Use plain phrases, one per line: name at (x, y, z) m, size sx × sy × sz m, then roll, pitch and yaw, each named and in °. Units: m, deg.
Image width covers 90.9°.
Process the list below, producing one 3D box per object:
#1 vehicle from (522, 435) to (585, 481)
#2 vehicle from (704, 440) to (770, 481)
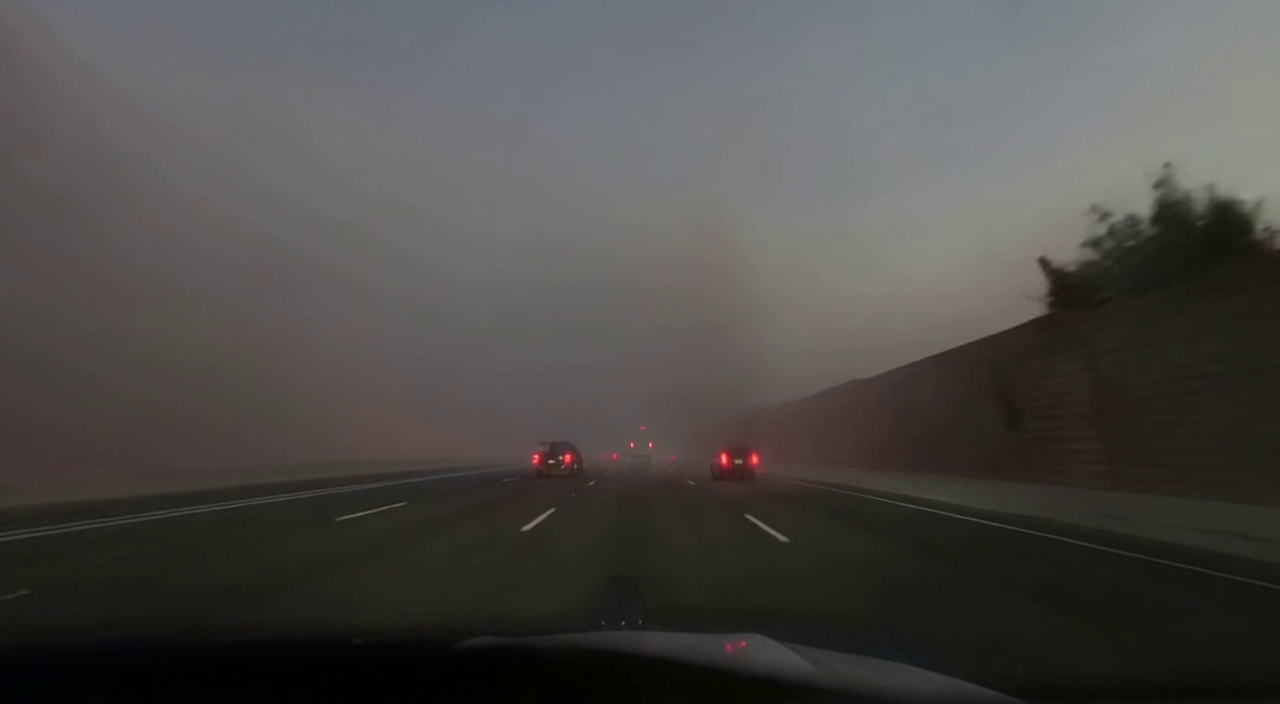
vehicle at (-3.675, 4.610, 27.608) m, size 2.014 × 1.811 × 4.369 m, roll -1°, pitch -9°, yaw 2°
vehicle at (3.972, 4.538, 26.563) m, size 1.973 × 1.536 × 4.337 m, roll 0°, pitch -9°, yaw -1°
